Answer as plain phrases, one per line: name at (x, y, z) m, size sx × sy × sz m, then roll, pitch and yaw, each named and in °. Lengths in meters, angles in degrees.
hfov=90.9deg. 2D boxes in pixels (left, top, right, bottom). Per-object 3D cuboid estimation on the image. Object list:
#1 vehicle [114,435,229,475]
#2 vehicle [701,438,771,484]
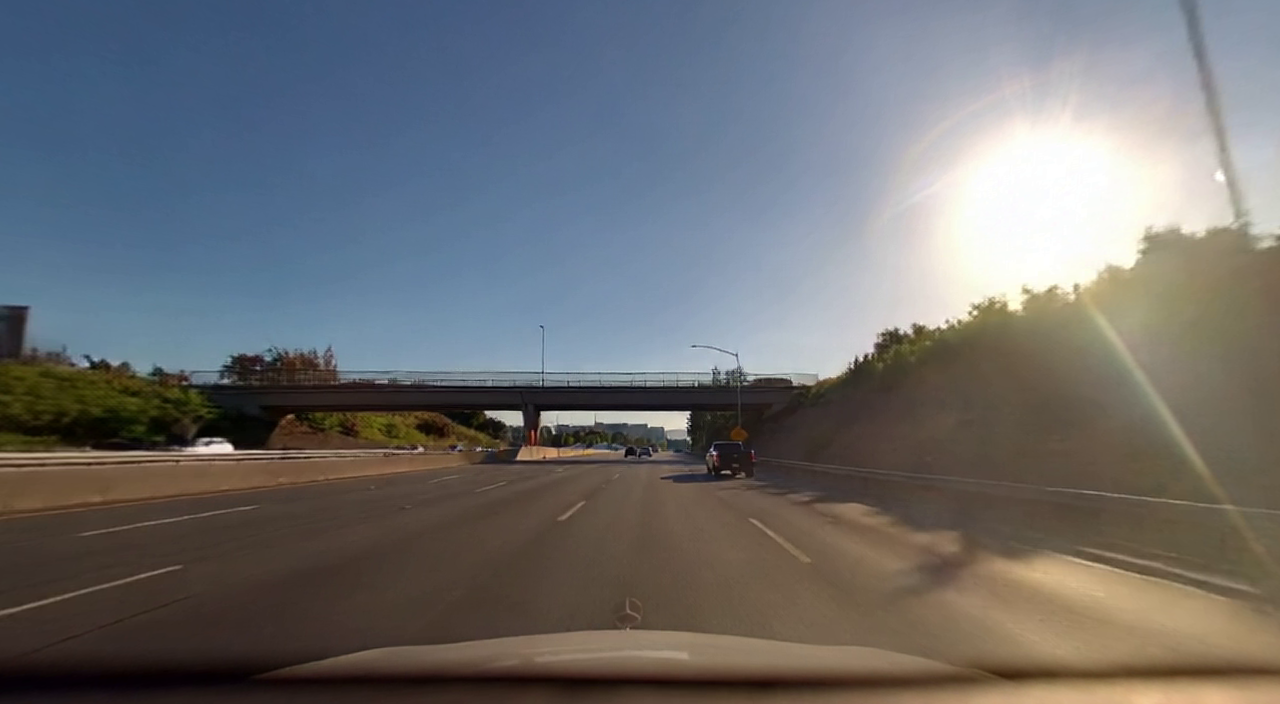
vehicle at (-20.653, 4.539, 28.035) m, size 1.855 × 1.628 × 4.049 m, roll -1°, pitch -8°, yaw 3°
vehicle at (3.676, 4.274, 25.139) m, size 2.010 × 1.637 × 4.940 m, roll 0°, pitch -8°, yaw 0°
